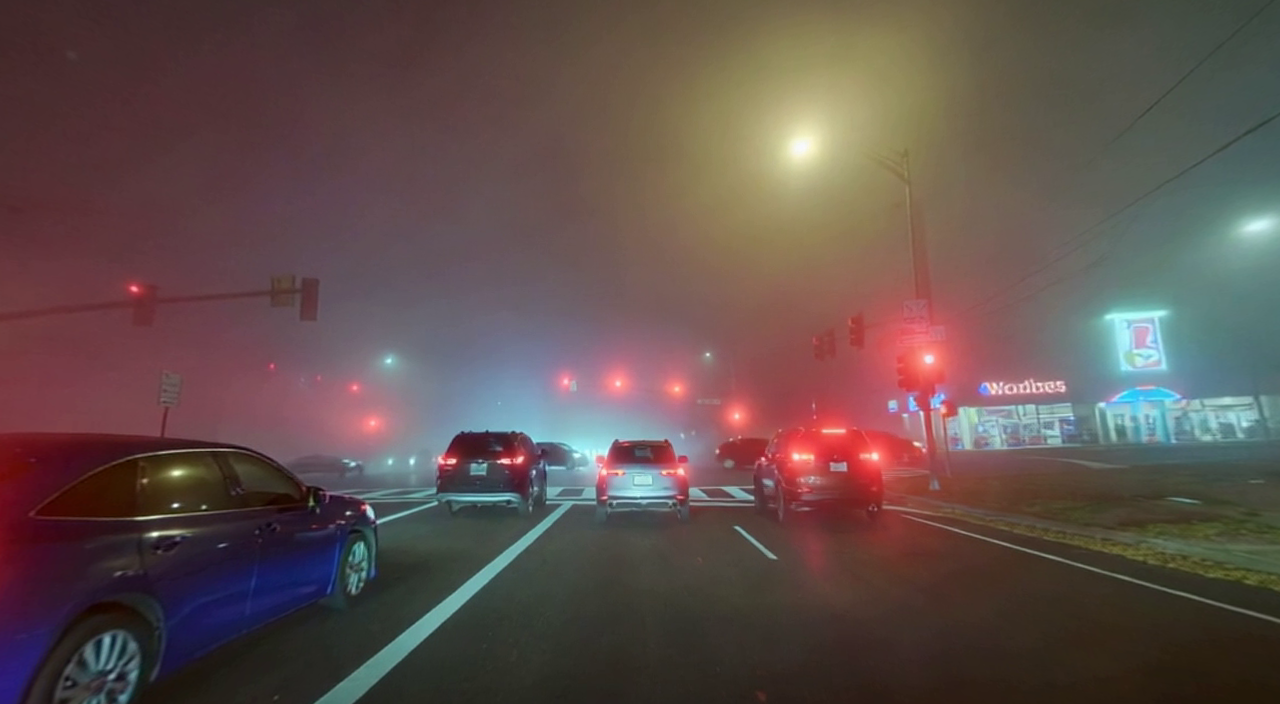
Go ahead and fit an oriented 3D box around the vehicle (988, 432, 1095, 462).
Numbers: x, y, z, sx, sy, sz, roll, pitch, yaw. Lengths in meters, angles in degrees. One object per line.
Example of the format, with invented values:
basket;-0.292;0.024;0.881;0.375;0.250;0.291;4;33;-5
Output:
vehicle;23.339;5.535;36.725;4.781;1.700;1.986;0;-9;1

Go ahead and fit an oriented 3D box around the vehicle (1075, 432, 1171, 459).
vehicle;30.547;5.927;39.914;4.432;1.680;1.932;0;-9;2

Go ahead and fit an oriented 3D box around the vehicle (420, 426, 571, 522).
vehicle;-2.827;2.509;13.407;2.072;1.694;4.070;-1;-9;2

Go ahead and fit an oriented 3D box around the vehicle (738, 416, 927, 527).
vehicle;3.305;2.183;11.948;2.076;1.691;4.402;0;-9;-2

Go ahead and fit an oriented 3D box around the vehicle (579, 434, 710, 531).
vehicle;0.113;2.353;11.875;2.032;1.499;3.994;0;-9;1

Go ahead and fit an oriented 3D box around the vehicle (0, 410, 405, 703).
vehicle;-3.332;1.206;3.892;2.014;1.472;4.357;0;-9;1
